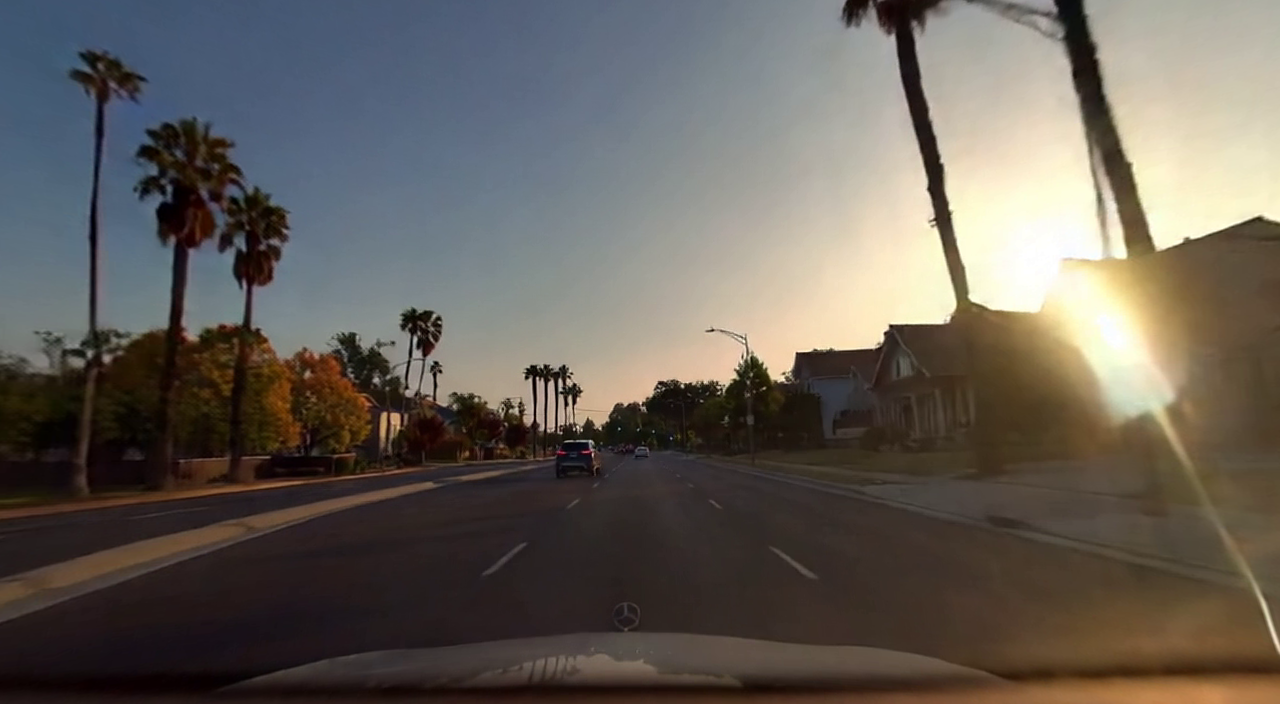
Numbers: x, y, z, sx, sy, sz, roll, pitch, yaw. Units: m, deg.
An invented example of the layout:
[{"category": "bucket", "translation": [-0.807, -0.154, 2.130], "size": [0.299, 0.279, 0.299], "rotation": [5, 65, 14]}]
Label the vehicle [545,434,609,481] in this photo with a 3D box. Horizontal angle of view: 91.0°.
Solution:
[{"category": "vehicle", "translation": [-2.836, 4.948, 29.800], "size": [2.370, 1.968, 5.698], "rotation": [0, -9, 1]}]
